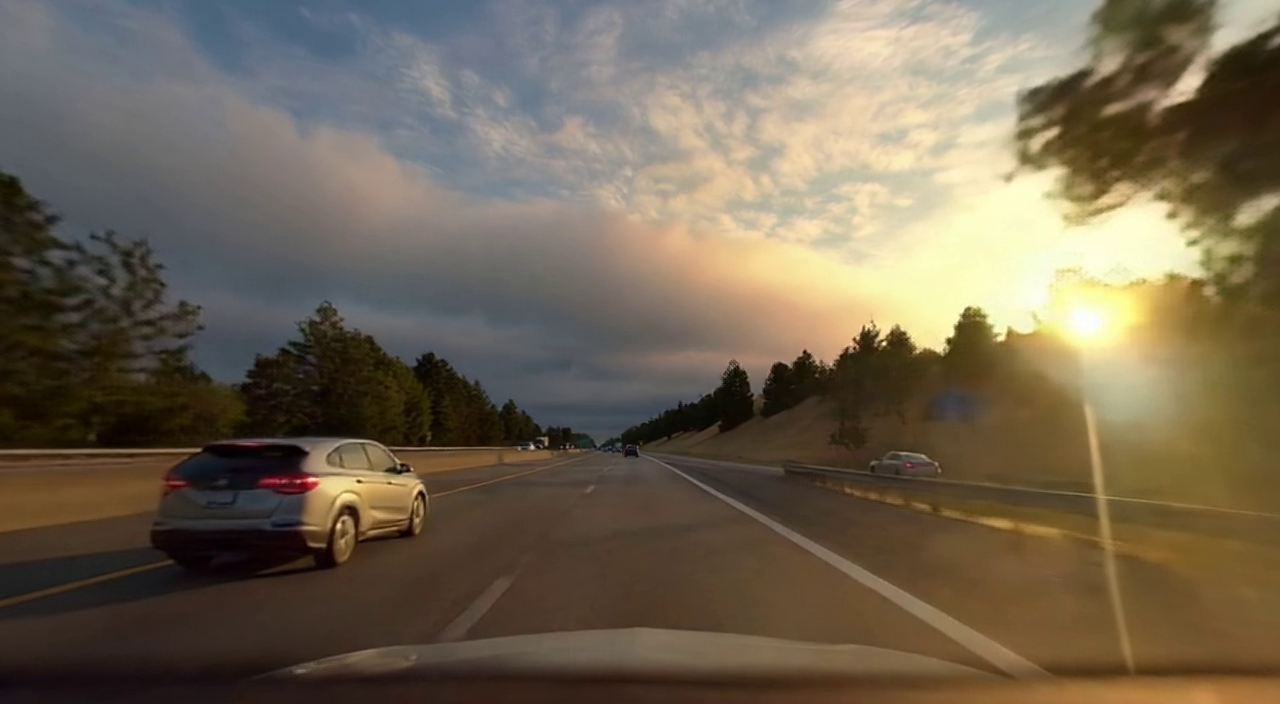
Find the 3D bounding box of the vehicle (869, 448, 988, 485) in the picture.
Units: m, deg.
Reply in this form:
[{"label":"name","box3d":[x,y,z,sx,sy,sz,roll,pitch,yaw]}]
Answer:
[{"label":"vehicle","box3d":[13.412,5.324,29.599,2.117,1.558,4.736,4,-10,-26]}]

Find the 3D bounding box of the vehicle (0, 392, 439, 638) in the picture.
[{"label":"vehicle","box3d":[-3.951,1.493,6.734,2.111,1.717,4.426,0,-9,0]}]
